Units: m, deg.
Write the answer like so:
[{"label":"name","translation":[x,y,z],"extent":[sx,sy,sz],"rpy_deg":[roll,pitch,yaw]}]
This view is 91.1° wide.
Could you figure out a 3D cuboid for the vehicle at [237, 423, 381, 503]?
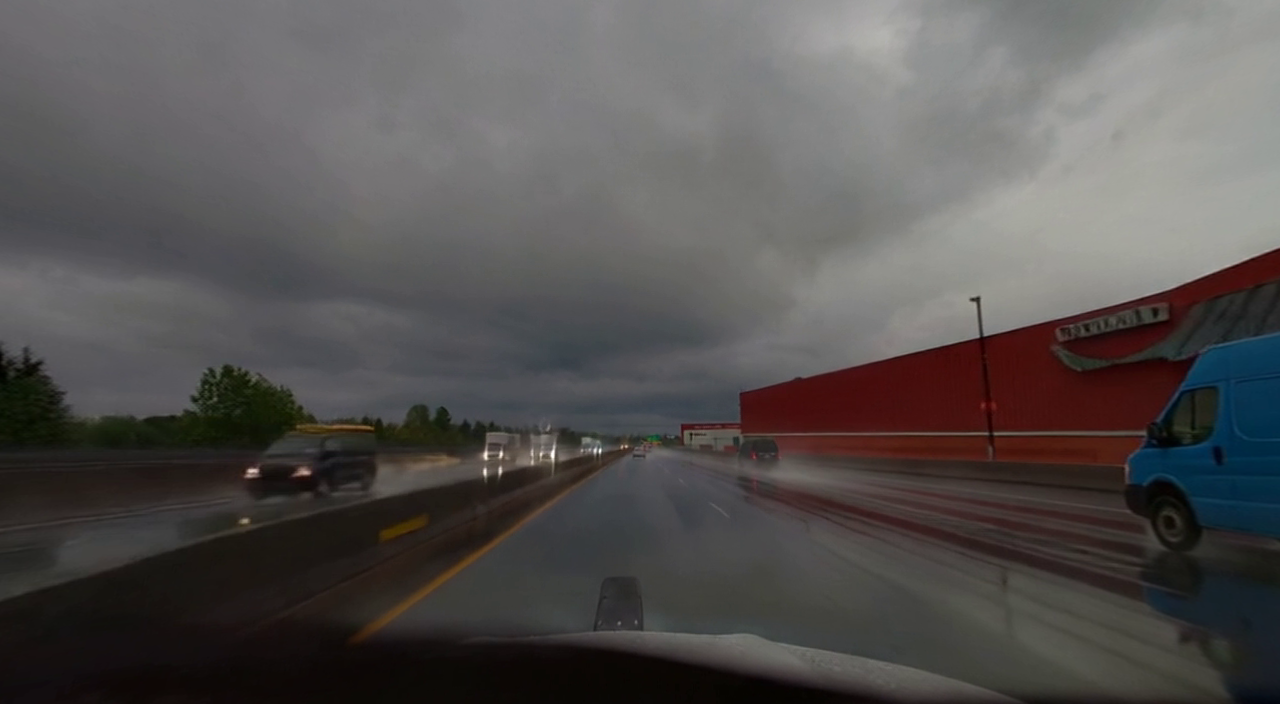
[{"label":"vehicle","translation":[-12.217,4.130,23.849],"extent":[2.195,2.631,5.906],"rpy_deg":[0,-9,0]}]

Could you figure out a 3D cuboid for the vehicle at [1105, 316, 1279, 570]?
[{"label":"vehicle","translation":[7.861,0.835,5.847],"extent":[2.283,2.631,6.053],"rpy_deg":[0,-9,-1]}]

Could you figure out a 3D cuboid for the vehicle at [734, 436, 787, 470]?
[{"label":"vehicle","translation":[7.288,6.159,38.492],"extent":[2.156,1.943,5.010],"rpy_deg":[0,-9,-1]}]
